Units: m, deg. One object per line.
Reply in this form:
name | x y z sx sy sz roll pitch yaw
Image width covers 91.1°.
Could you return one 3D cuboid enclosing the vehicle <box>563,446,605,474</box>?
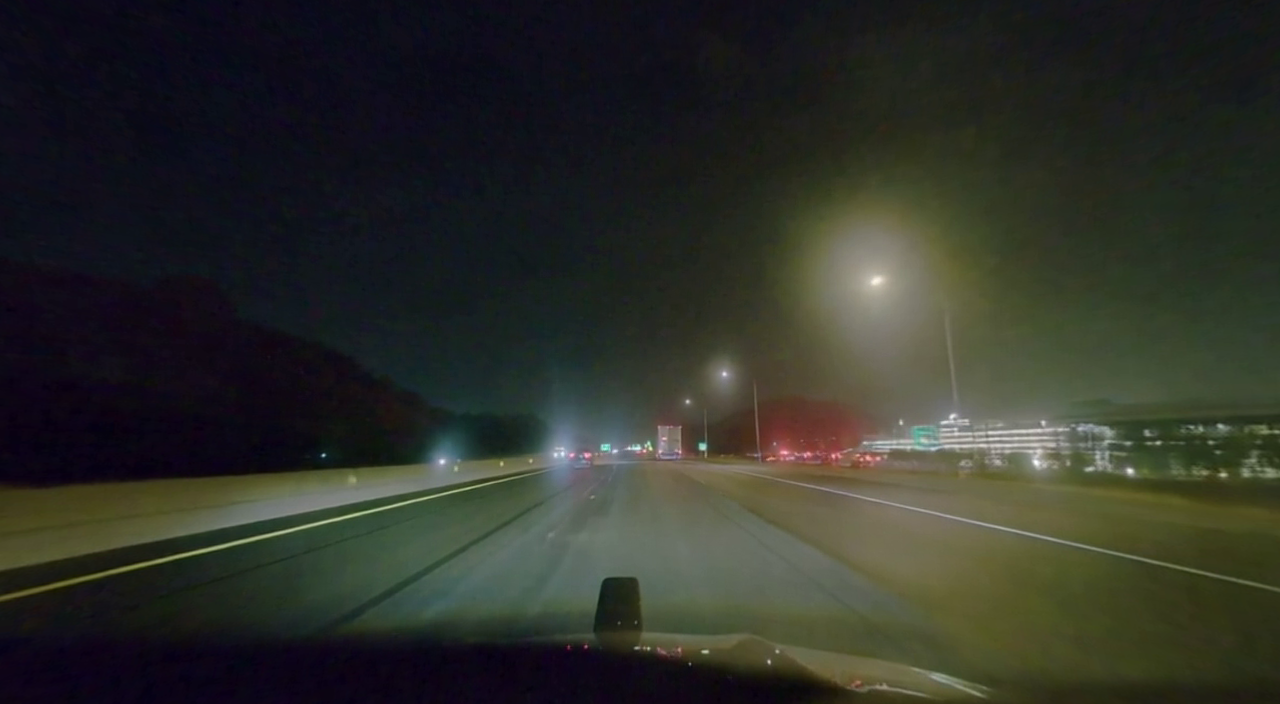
vehicle | -3.241 6.297 36.968 2.100 1.525 4.179 0 -9 0
